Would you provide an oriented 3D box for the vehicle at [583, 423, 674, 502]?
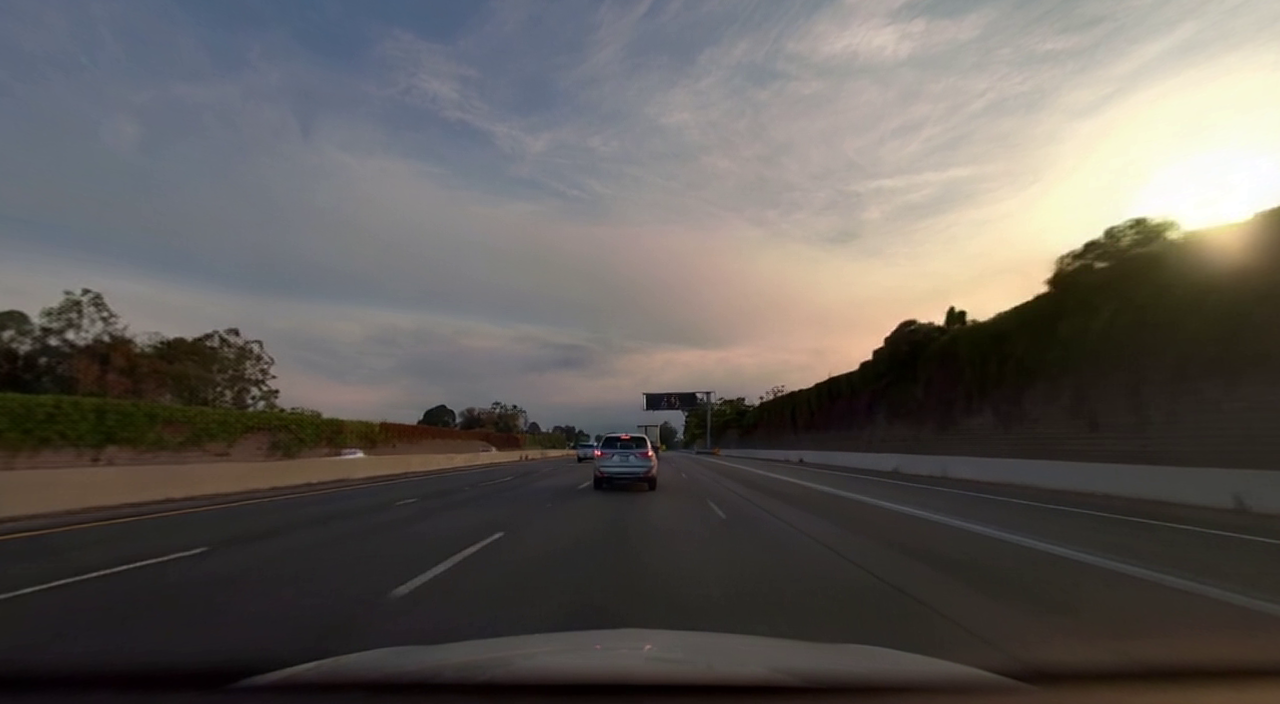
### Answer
[{"bbox_3d":[-0.231,2.878,16.790,2.114,1.787,4.365,0,-8,1],"label":"vehicle"}]
